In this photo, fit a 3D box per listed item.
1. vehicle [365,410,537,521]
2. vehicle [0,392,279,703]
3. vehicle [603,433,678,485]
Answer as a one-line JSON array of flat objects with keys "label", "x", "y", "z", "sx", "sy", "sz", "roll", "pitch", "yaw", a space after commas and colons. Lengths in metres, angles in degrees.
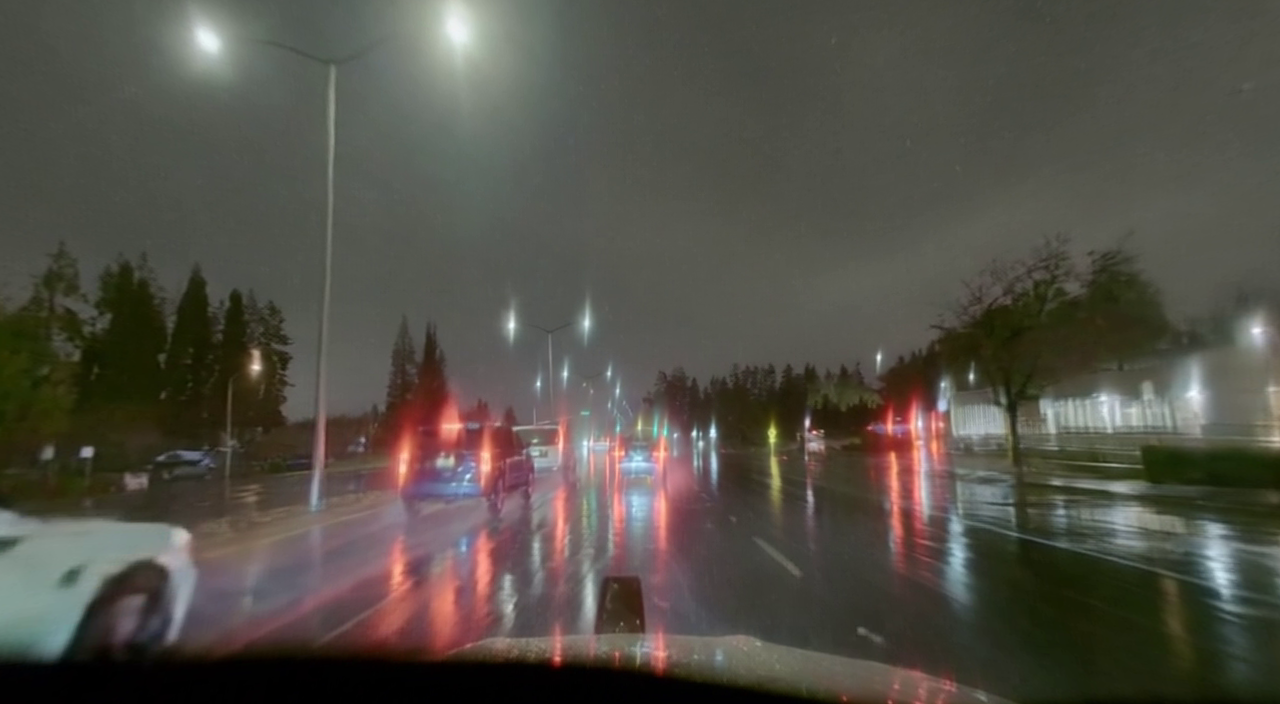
[{"label": "vehicle", "x": -3.363, "y": 2.130, "z": 12.248, "sx": 2.046, "sy": 1.751, "sz": 4.208, "roll": 0, "pitch": -8, "yaw": -1}, {"label": "vehicle", "x": -3.455, "y": 0.830, "z": 1.852, "sx": 2.139, "sy": 1.487, "sz": 4.453, "roll": 0, "pitch": -8, "yaw": 0}, {"label": "vehicle", "x": -0.013, "y": 3.329, "z": 19.916, "sx": 2.126, "sy": 1.475, "sz": 3.967, "roll": 0, "pitch": -8, "yaw": -1}]
